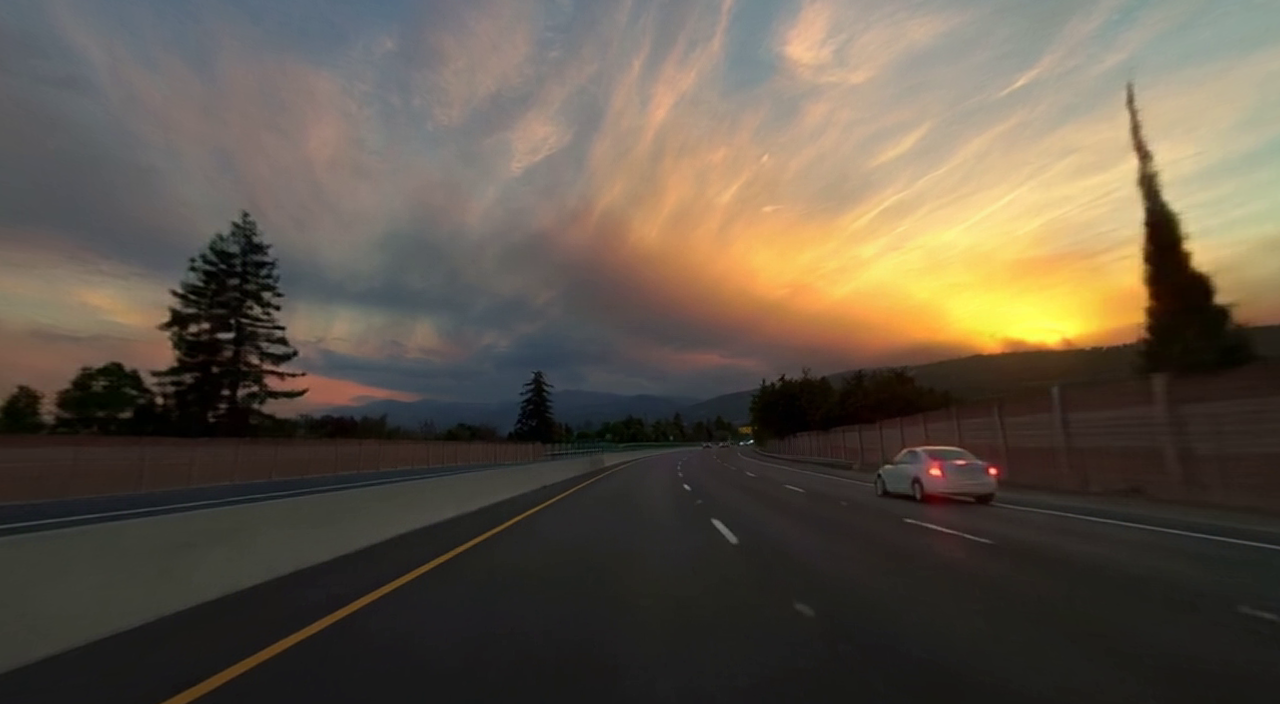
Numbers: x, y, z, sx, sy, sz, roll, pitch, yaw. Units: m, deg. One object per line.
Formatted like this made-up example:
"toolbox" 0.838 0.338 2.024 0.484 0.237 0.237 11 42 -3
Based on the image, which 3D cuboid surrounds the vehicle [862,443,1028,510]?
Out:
"vehicle" 7.660 3.149 16.418 1.983 1.486 4.545 0 -9 -1
